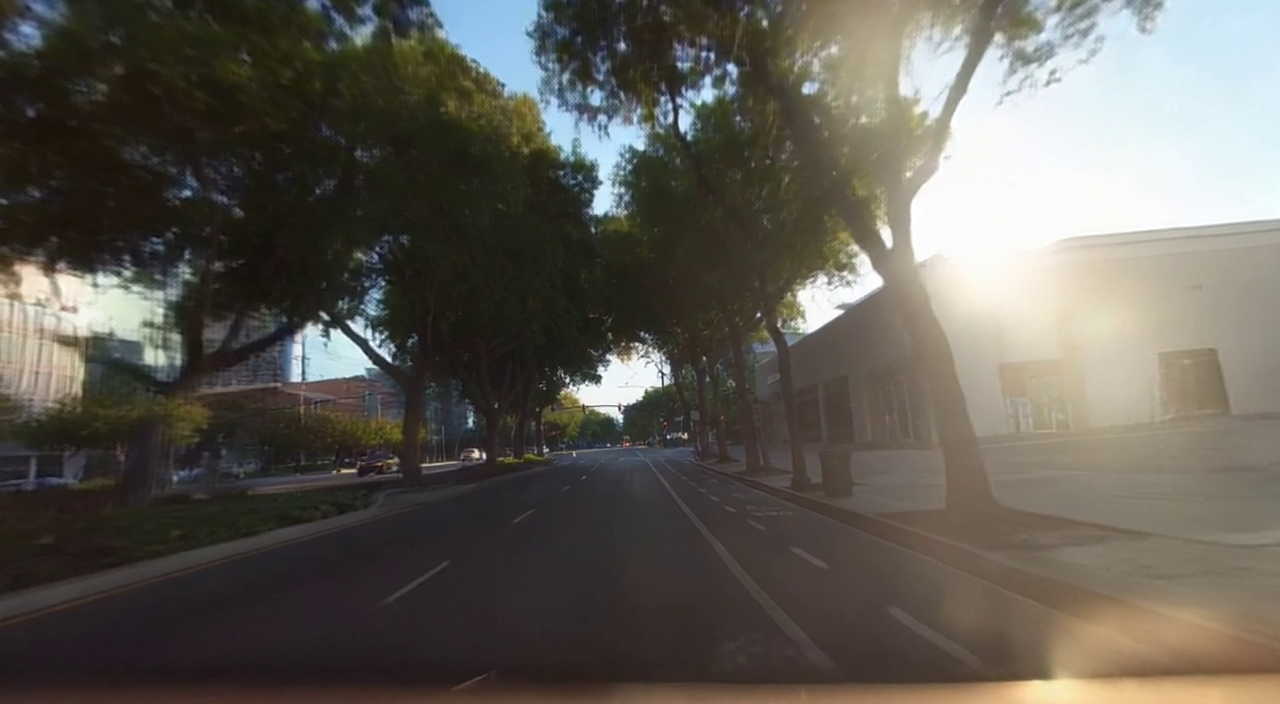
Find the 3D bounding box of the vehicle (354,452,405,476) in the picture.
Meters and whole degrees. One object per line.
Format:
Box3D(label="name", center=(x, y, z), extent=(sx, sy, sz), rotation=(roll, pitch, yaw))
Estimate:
Box3D(label="vehicle", center=(-20.214, 8.665, 49.202), extent=(2.223, 1.728, 4.250), rotation=(0, -9, -1))
